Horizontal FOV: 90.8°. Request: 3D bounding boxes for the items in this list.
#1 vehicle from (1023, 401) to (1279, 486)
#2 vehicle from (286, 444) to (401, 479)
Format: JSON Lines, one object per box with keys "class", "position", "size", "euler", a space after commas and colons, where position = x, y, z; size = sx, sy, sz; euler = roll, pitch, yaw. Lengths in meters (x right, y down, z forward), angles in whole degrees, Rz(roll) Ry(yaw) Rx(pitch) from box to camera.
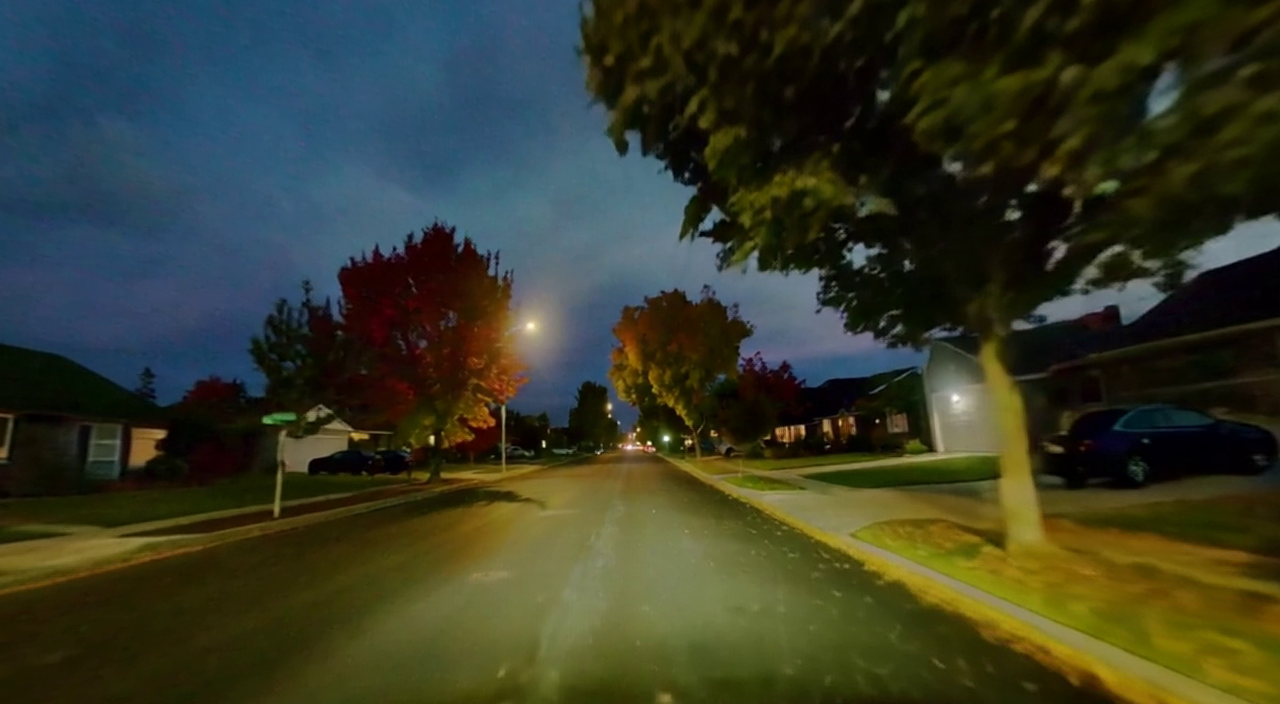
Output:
{"class": "vehicle", "position": [10.244, 1.754, 12.145], "size": [4.422, 1.488, 2.013], "euler": [0, -8, 0]}
{"class": "vehicle", "position": [-15.261, 5.653, 32.712], "size": [4.830, 1.725, 2.116], "euler": [0, -8, 2]}
